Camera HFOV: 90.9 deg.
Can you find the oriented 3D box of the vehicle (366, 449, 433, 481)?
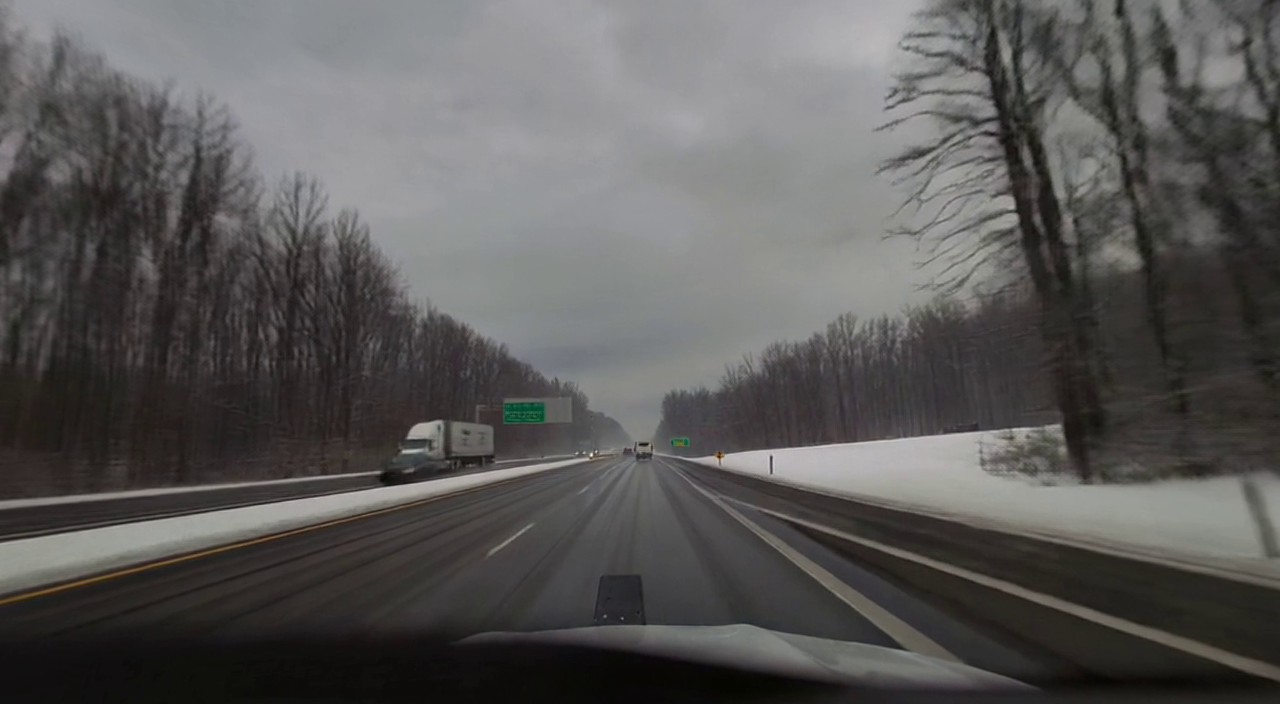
[{"bbox_3d":[-13.373,6.293,35.385,1.992,1.624,4.284,0,-9,1],"label":"vehicle"}]
